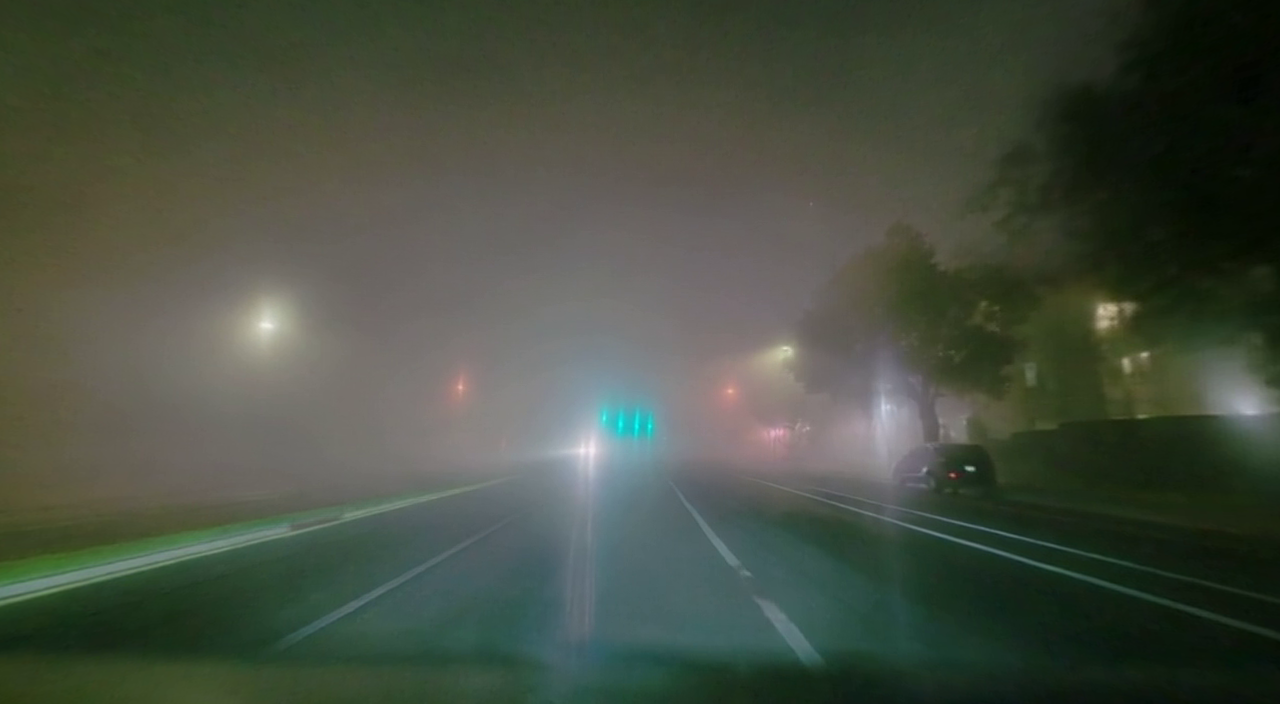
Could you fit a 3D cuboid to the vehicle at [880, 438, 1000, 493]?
[{"bbox_3d":[10.312,3.922,22.191,2.044,1.705,4.668,0,-9,2],"label":"vehicle"}]
